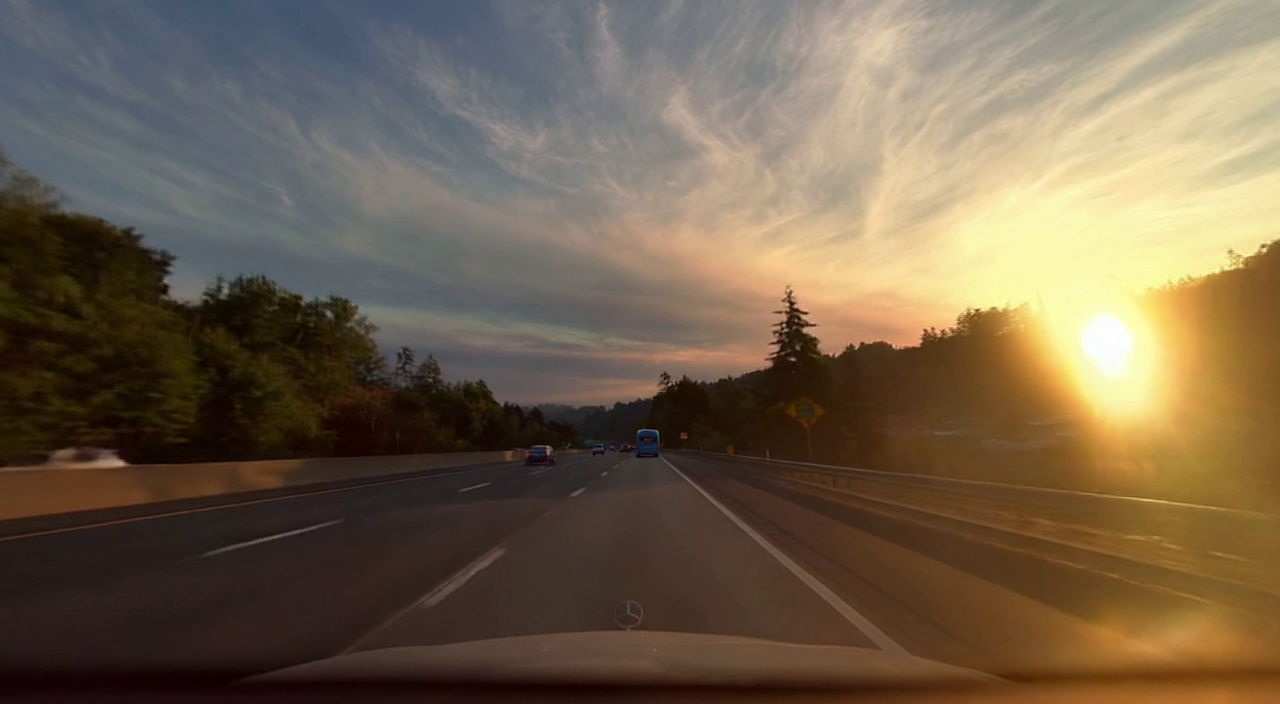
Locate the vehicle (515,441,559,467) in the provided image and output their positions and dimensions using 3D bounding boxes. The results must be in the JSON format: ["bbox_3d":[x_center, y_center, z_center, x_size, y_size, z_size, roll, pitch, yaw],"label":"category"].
[{"bbox_3d":[-6.898,6.879,42.699,2.080,1.674,4.660,0,-8,1],"label":"vehicle"}]

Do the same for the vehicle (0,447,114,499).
[{"bbox_3d":[-20.769,4.042,21.528,1.866,1.579,4.309,0,-8,1],"label":"vehicle"}]
